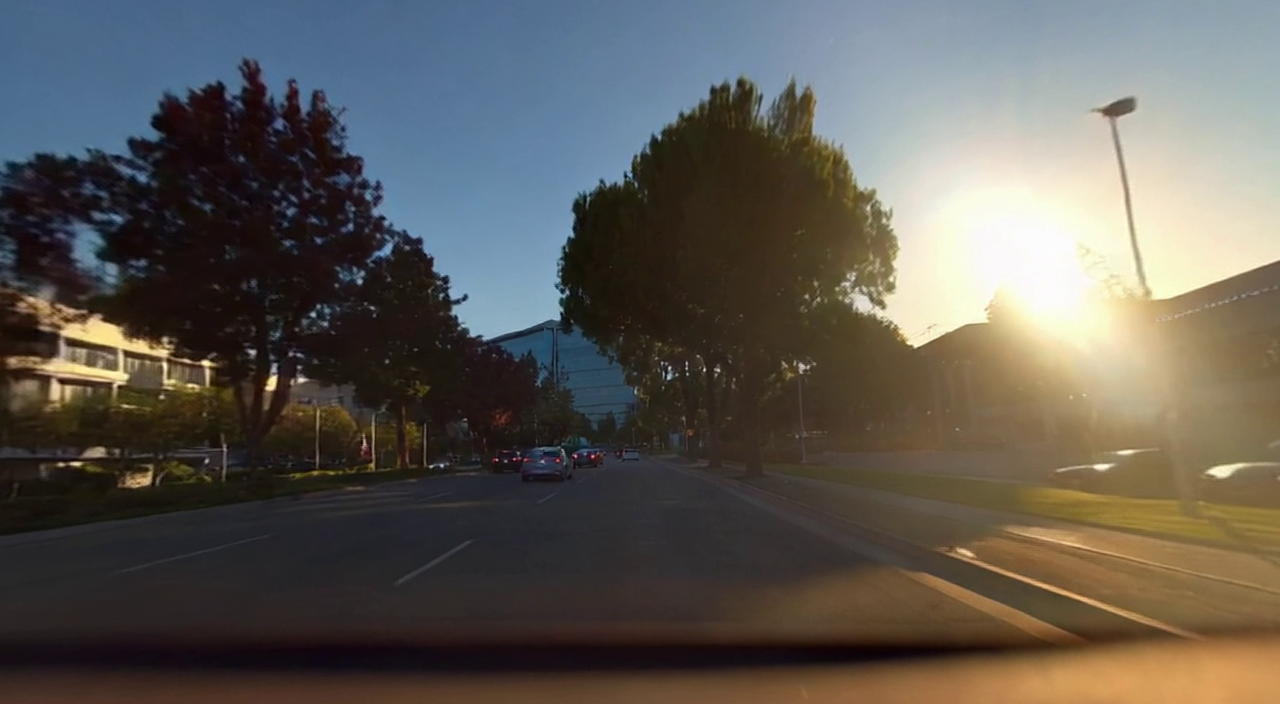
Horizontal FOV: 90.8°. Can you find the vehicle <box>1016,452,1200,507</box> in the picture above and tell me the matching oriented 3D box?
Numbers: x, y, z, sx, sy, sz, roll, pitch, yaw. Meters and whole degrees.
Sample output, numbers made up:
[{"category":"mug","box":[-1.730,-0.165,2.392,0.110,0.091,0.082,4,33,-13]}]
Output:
[{"category":"vehicle","box":[12.366,3.353,16.861,3.467,1.349,1.839,1,-8,-4]}]

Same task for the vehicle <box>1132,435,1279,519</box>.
[{"category":"vehicle","box":[12.433,2.349,12.123,4.372,1.445,1.928,1,-8,-2]}]

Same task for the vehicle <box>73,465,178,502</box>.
[{"category":"vehicle","box":[-27.184,6.929,33.610,1.758,1.566,4.531,-4,-8,1]}]

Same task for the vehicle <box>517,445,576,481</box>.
[{"category":"vehicle","box":[-4.194,5.075,29.153,2.011,1.483,4.596,-1,-8,0]}]

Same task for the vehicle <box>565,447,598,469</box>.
[{"category":"vehicle","box":[-4.160,7.609,45.578,1.971,1.414,4.317,0,-8,0]}]

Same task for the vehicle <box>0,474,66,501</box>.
[{"category":"vehicle","box":[-44.053,9.609,44.615,4.728,1.668,2.240,-2,-9,-2]}]

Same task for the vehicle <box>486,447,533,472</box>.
[{"category":"vehicle","box":[-8.406,6.995,41.232,1.976,1.497,4.709,0,-8,1]}]
